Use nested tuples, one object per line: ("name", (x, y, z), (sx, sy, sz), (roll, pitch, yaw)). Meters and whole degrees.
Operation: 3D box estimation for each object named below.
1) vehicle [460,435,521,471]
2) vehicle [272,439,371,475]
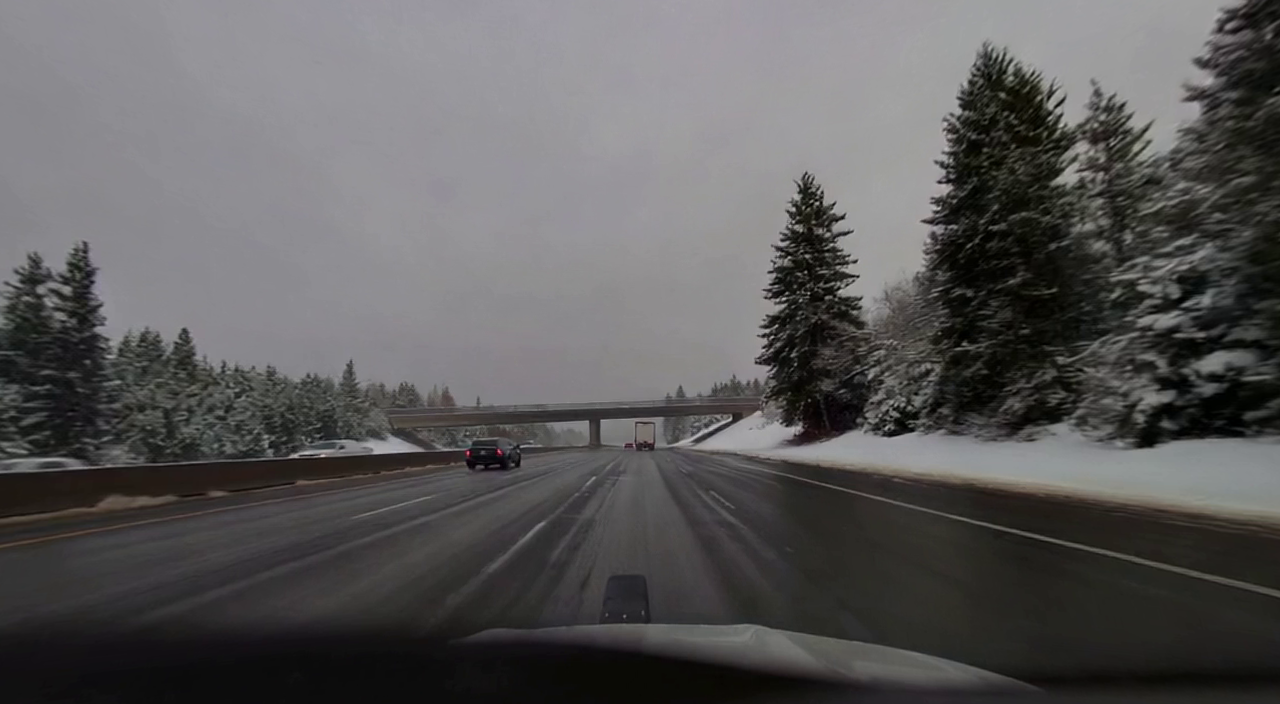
("vehicle", (-7.364, 5.027, 31.590), (1.981, 1.685, 4.171), (0, -8, 1))
("vehicle", (-16.798, 5.529, 33.672), (2.203, 1.745, 5.687), (0, -8, 1))
